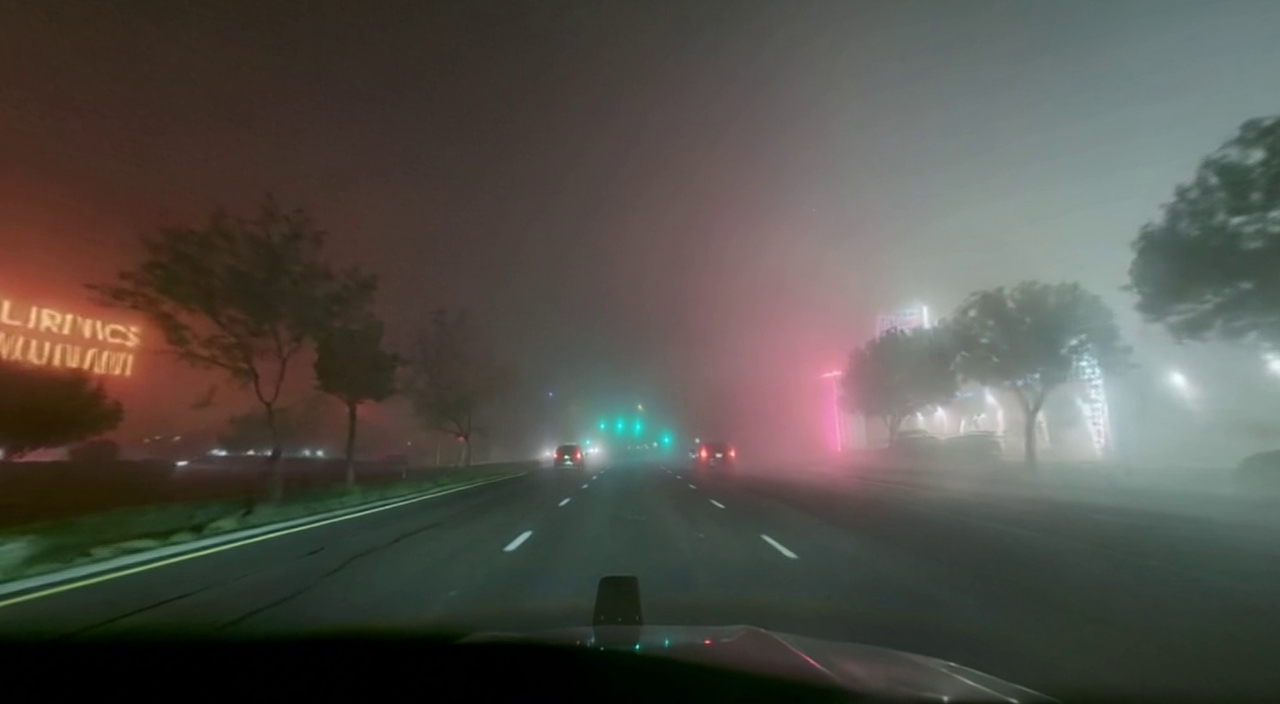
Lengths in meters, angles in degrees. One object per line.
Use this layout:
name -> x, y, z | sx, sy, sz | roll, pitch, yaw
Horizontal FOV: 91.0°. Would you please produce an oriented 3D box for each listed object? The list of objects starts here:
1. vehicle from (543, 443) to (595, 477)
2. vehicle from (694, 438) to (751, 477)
vehicle -> -3.316, 5.098, 30.066 | 2.005, 1.477, 4.169 | 0, -8, 0
vehicle -> 3.967, 5.154, 30.949 | 2.083, 1.743, 4.354 | 0, -8, -2
